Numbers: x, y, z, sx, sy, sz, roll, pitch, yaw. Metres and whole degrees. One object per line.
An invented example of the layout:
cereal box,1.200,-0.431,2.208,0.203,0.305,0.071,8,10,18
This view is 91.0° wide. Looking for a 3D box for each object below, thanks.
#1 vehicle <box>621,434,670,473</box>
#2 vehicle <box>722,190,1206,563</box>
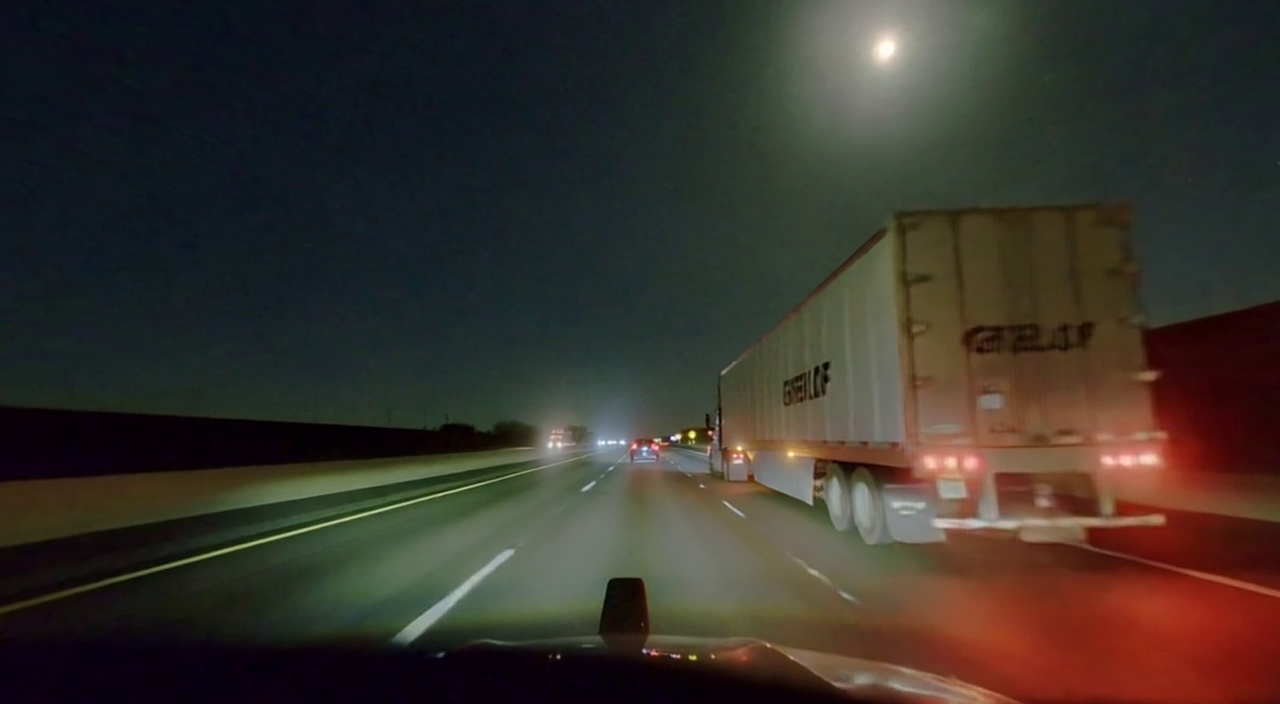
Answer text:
vehicle,0.242,4.636,29.061,2.111,1.635,4.177,0,-8,0
vehicle,4.440,1.257,14.449,2.936,4.125,15.204,0,-8,-1
